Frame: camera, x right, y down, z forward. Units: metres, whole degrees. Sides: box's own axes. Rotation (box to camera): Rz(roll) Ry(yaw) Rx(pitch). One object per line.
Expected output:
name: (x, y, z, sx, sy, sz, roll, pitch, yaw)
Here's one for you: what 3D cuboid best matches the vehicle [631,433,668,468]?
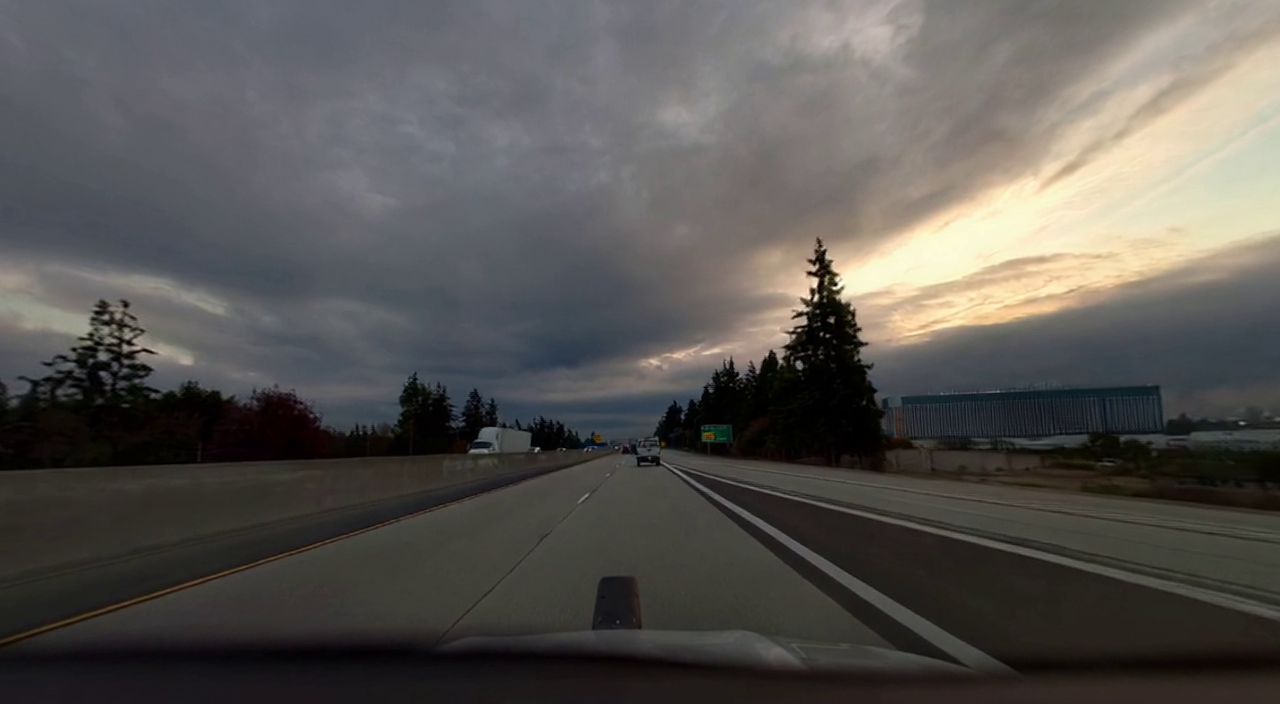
vehicle: (0.606, 6.321, 40.289, 2.268, 2.122, 4.595, -1, -9, 1)
